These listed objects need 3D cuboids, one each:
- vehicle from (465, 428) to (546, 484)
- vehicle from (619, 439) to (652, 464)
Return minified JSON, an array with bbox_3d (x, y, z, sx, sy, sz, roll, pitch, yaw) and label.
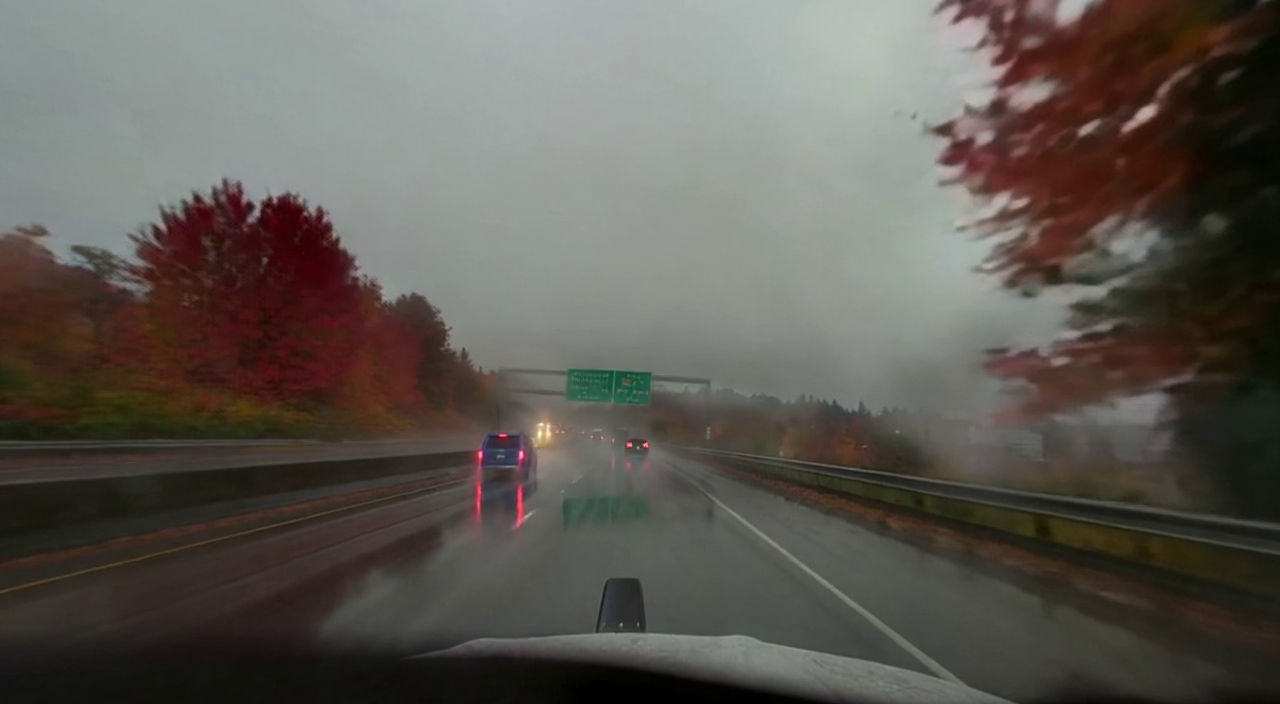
[{"bbox_3d":[-4.542,3.578,21.914,1.924,1.720,4.195,0,-8,-1],"label":"vehicle"},{"bbox_3d":[-0.299,6.236,39.619,1.939,1.497,3.863,0,-8,-1],"label":"vehicle"}]
